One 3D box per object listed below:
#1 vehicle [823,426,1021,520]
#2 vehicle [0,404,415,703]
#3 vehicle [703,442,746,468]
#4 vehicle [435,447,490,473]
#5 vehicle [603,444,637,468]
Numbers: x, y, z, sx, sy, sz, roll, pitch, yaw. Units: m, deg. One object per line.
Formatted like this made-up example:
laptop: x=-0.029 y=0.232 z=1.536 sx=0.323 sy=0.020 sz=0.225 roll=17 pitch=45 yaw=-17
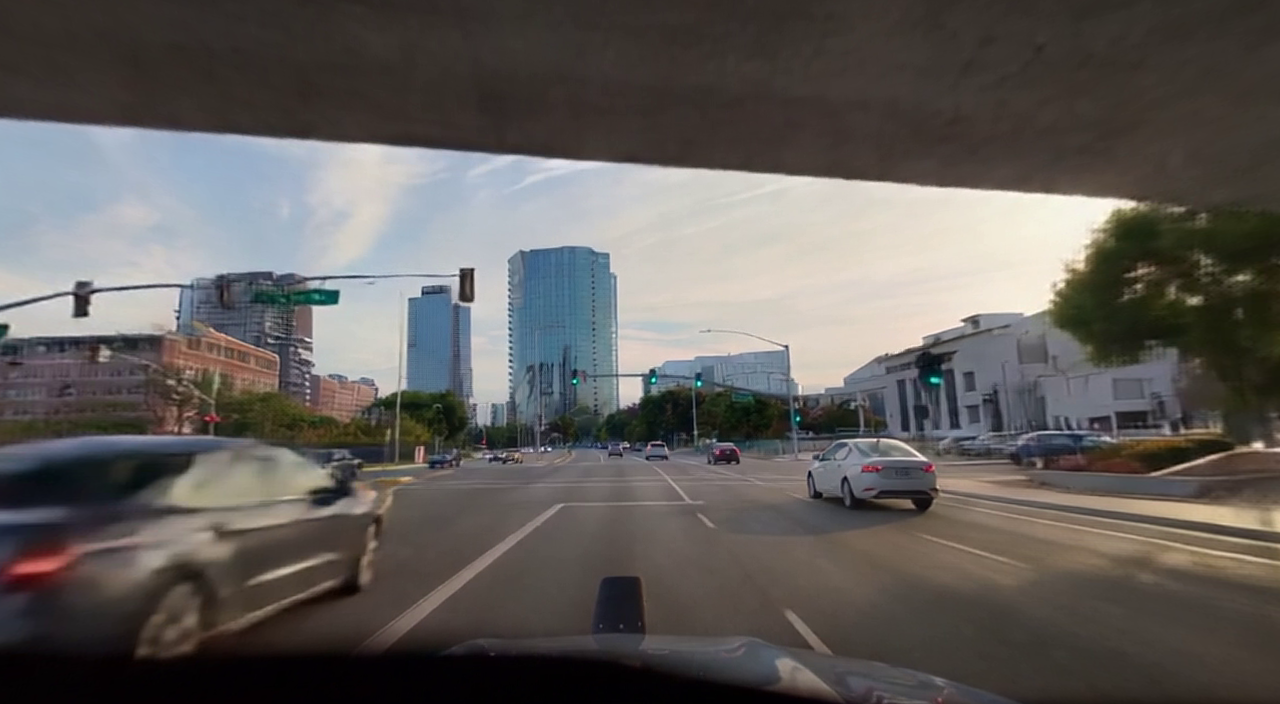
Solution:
vehicle: x=5.613 y=2.453 z=13.305 sx=2.056 sy=1.624 sz=4.498 roll=0 pitch=-8 yaw=-1
vehicle: x=-3.407 y=1.261 z=4.400 sx=1.836 sy=1.518 sz=4.727 roll=0 pitch=-8 yaw=1
vehicle: x=5.205 y=6.376 z=39.095 sx=1.924 sy=1.527 sz=4.268 roll=0 pitch=-8 yaw=-2
vehicle: x=-11.071 y=6.754 z=39.467 sx=1.986 sy=1.505 sz=4.693 roll=0 pitch=-8 yaw=1
vehicle: x=-1.269 y=6.542 z=39.754 sx=2.026 sy=1.453 sz=3.780 roll=0 pitch=-8 yaw=-2
